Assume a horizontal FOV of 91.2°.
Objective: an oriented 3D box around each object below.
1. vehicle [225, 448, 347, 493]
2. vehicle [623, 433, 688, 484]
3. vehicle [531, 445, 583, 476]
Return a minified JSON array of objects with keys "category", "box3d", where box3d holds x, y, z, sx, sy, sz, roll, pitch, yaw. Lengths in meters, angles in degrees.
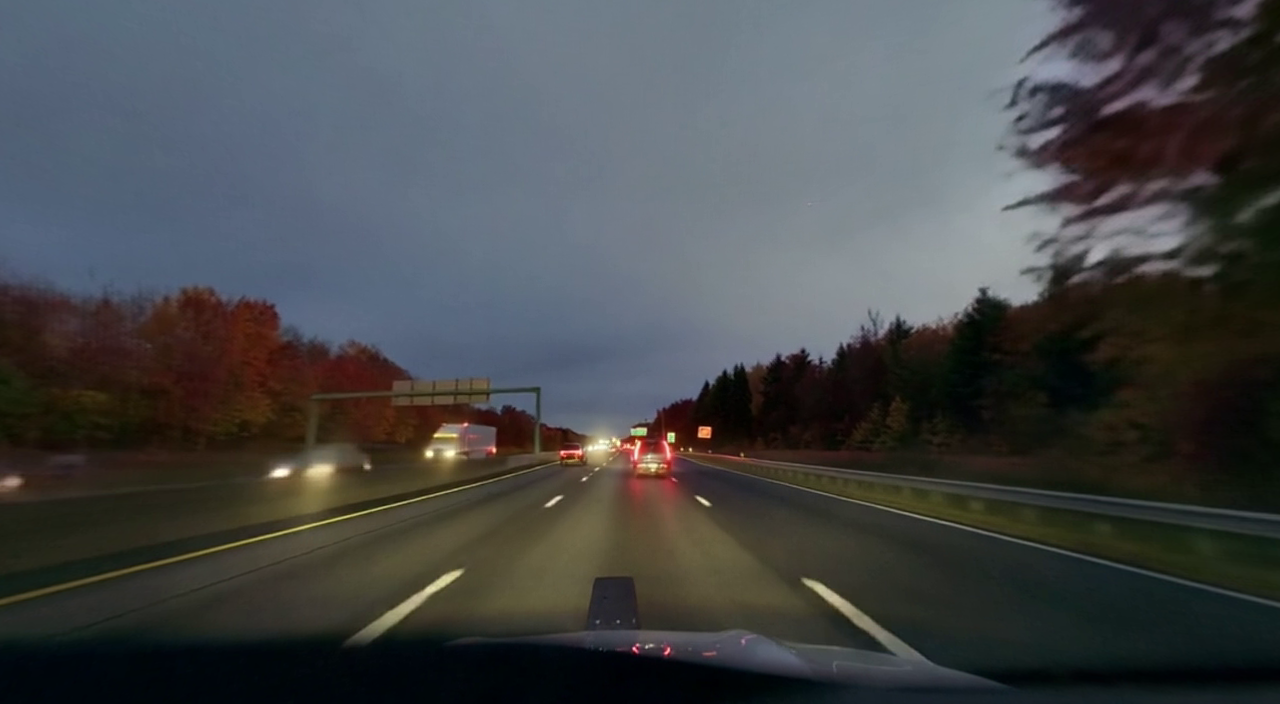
[{"category":"vehicle","box3d":[-13.326,4.462,23.991,1.955,1.523,4.689,0,-9,-1]},{"category":"vehicle","box3d":[0.483,4.016,23.832,2.250,1.718,4.358,0,-9,-1]},{"category":"vehicle","box3d":[-4.018,5.335,31.014,2.037,1.418,3.793,0,-9,0]}]
